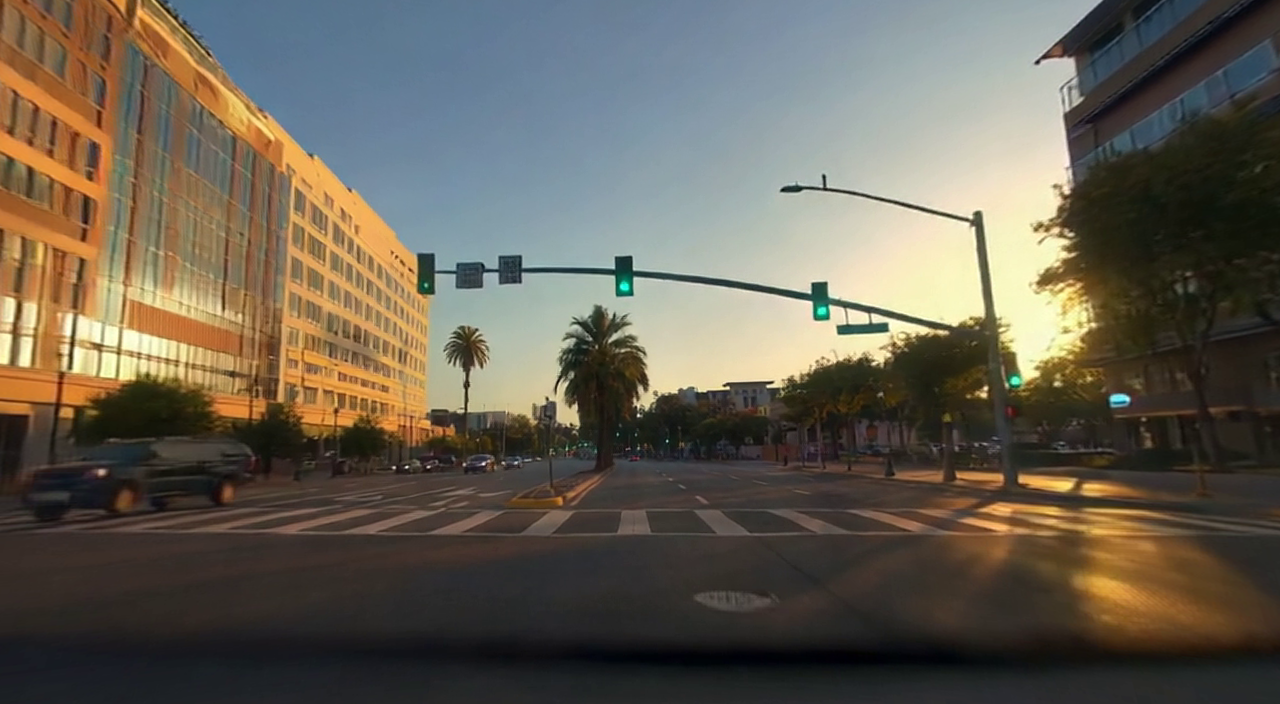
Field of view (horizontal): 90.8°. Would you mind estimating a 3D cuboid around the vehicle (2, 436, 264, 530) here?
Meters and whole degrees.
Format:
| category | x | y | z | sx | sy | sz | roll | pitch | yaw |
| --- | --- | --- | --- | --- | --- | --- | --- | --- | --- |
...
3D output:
| category | x | y | z | sx | sy | sz | roll | pitch | yaw |
| --- | --- | --- | --- | --- | --- | --- | --- | --- | --- |
| vehicle | -12.860 | 3.314 | 16.767 | 2.268 | 2.016 | 5.632 | 0 | -9 | 0 |
